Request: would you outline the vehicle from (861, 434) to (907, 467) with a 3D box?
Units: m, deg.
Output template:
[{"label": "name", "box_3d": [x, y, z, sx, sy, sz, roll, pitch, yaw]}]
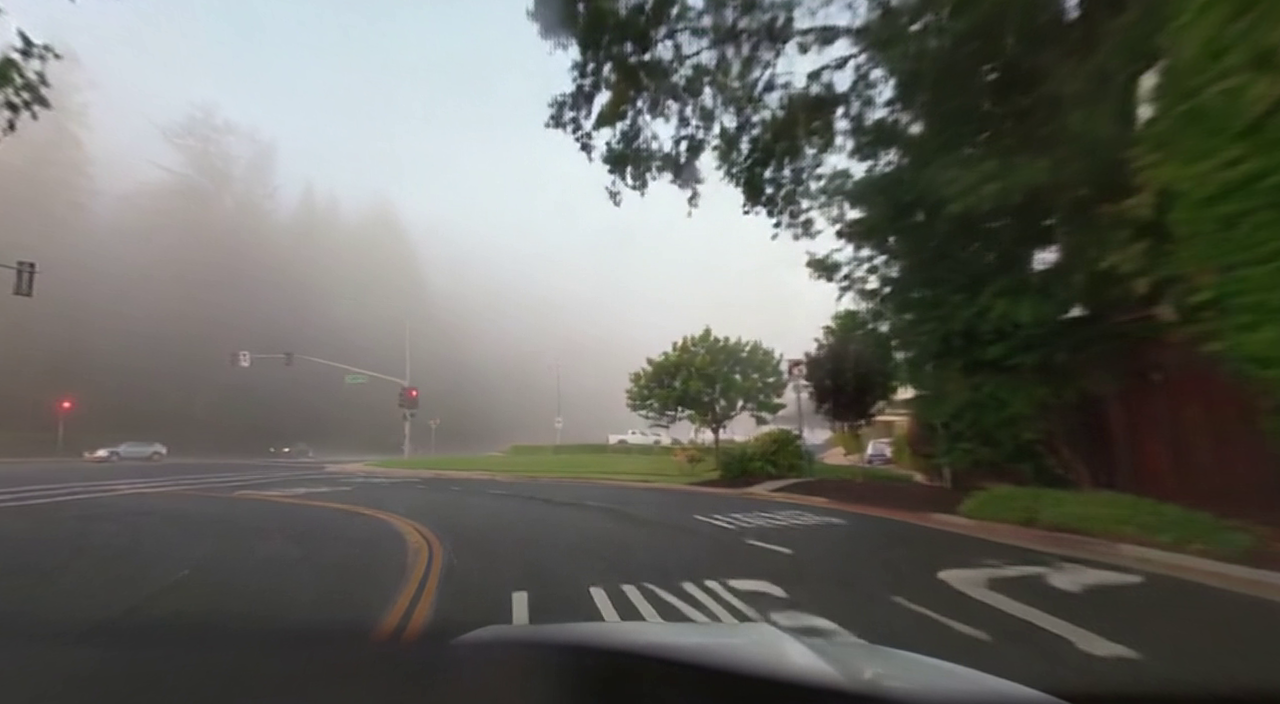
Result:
[{"label": "vehicle", "box_3d": [12.989, 5.163, 33.220, 1.907, 1.515, 4.550, -4, -7, 25]}]

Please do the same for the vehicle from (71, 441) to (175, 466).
[{"label": "vehicle", "box_3d": [-33.177, 6.531, 40.462, 1.847, 1.461, 4.853, -3, -9, 17]}]
